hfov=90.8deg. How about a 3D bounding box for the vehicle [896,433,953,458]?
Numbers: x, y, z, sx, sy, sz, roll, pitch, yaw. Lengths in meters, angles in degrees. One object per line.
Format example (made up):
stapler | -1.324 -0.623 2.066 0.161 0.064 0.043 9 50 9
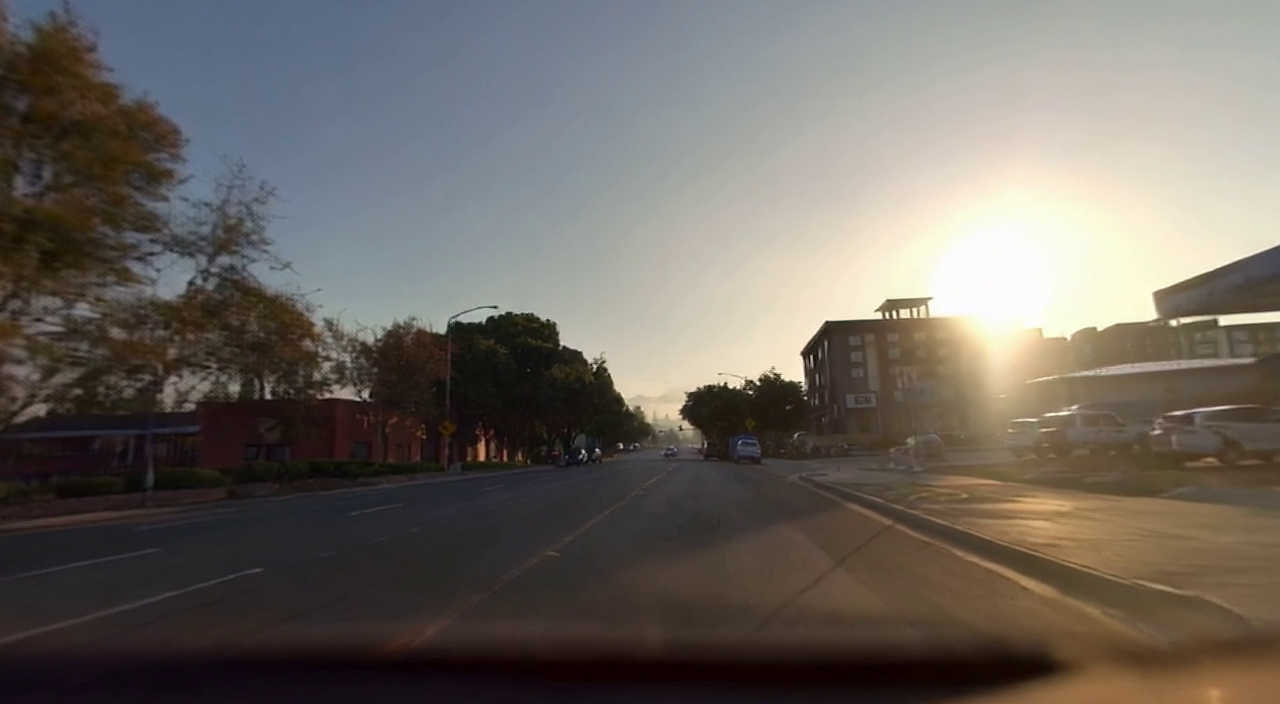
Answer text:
vehicle | 17.464 5.792 38.996 1.919 1.411 4.440 -1 -9 7

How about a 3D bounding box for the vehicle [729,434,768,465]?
vehicle | 6.932 6.301 40.995 2.194 1.896 5.049 -1 -9 7
